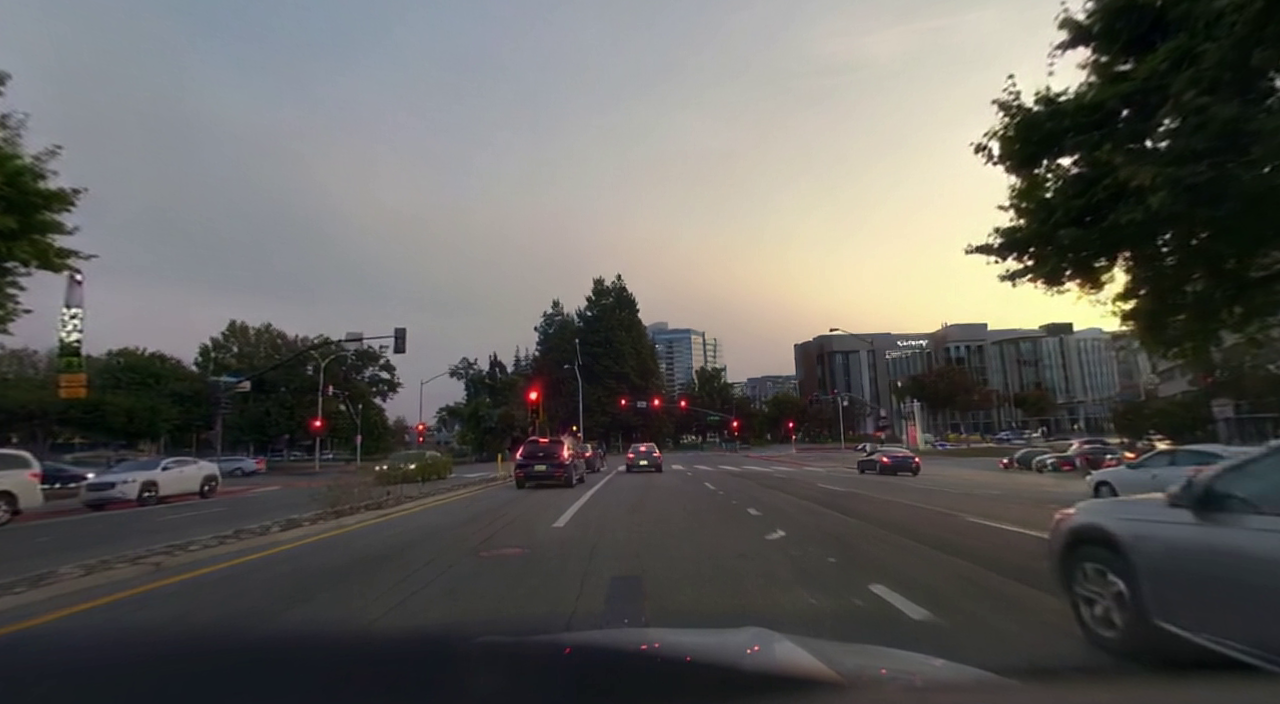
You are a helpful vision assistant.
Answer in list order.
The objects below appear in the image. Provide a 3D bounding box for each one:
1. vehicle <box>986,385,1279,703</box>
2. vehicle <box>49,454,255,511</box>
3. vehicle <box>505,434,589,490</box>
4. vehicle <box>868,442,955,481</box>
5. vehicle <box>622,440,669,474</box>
[{"bbox_3d":[3.702,0.845,2.263,2.109,1.510,4.927,0,-8,0],"label":"vehicle"},{"bbox_3d":[-13.859,3.672,18.043,4.481,1.455,2.068,-2,-8,10],"label":"vehicle"},{"bbox_3d":[-3.000,3.671,21.436,2.057,1.678,4.639,0,-8,1],"label":"vehicle"},{"bbox_3d":[11.312,4.563,26.600,1.935,1.435,4.141,2,-8,1],"label":"vehicle"},{"bbox_3d":[0.247,4.879,29.463,2.059,1.477,3.988,0,-8,0],"label":"vehicle"}]
